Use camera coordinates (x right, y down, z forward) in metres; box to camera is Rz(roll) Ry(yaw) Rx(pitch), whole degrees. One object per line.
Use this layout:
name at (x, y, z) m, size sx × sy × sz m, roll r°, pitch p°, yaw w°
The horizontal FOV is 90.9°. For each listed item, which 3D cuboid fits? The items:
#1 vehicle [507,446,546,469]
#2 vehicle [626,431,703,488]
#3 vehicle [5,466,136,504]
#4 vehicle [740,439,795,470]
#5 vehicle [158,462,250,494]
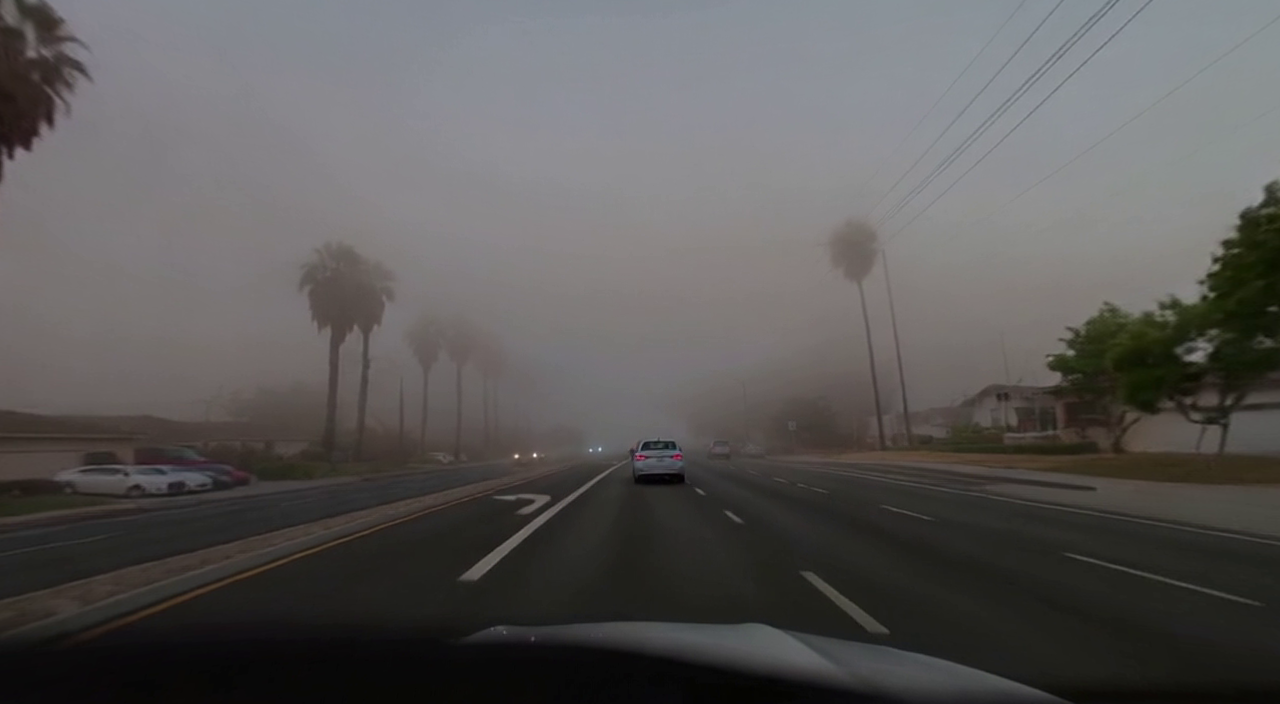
vehicle at (-8.209, 7.687, 46.129) m, size 1.951 × 1.499 × 4.710 m, roll -1°, pitch -9°, yaw 1°
vehicle at (0.697, 3.562, 21.111) m, size 2.289 × 1.679 × 4.180 m, roll 0°, pitch -9°, yaw -1°
vehicle at (-26.436, 6.153, 29.516) m, size 1.813 × 1.452 × 4.619 m, roll -1°, pitch -9°, yaw 0°
vehicle at (6.631, 5.392, 33.238) m, size 1.897 × 1.477 × 4.360 m, roll 0°, pitch -9°, yaw -1°
vehicle at (-23.420, 6.760, 34.089) m, size 1.834 × 1.499 × 4.346 m, roll -1°, pitch -9°, yaw 1°
